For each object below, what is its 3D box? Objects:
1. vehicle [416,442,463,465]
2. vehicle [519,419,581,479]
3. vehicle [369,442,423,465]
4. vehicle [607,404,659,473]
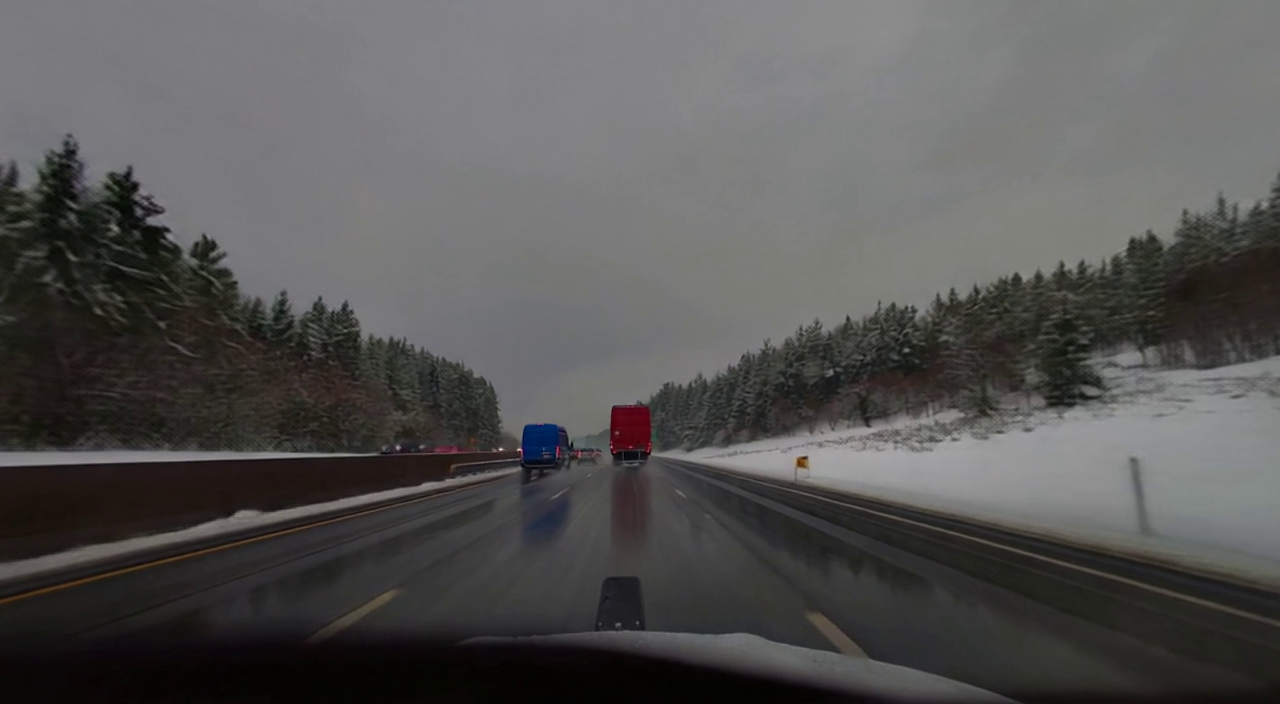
[{"bbox_3d":[-13.671,6.942,43.158,1.867,1.486,4.002,0,-9,0],"label":"vehicle"},{"bbox_3d":[-4.550,5.070,32.959,2.357,2.786,6.144,0,-9,-1],"label":"vehicle"},{"bbox_3d":[-17.230,7.188,44.788,1.977,1.519,4.809,0,-9,-1],"label":"vehicle"},{"bbox_3d":[-0.542,5.864,42.111,2.995,4.036,10.311,0,-9,-2],"label":"vehicle"}]
